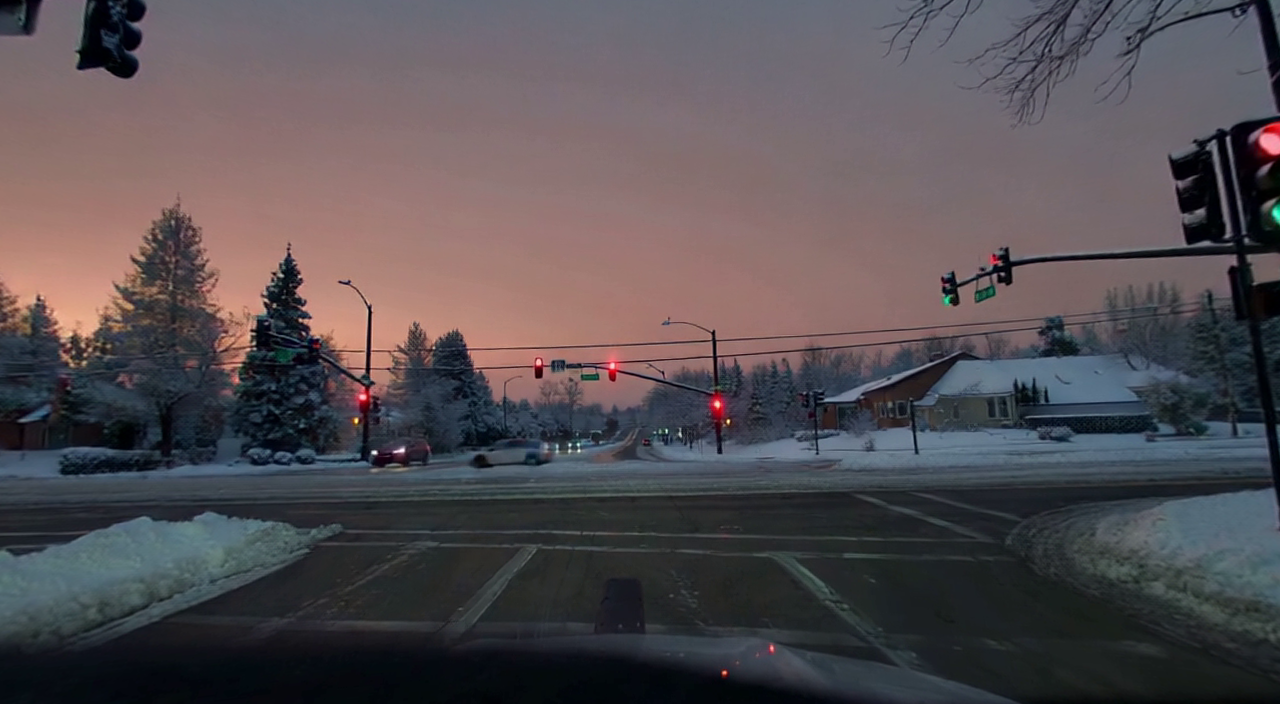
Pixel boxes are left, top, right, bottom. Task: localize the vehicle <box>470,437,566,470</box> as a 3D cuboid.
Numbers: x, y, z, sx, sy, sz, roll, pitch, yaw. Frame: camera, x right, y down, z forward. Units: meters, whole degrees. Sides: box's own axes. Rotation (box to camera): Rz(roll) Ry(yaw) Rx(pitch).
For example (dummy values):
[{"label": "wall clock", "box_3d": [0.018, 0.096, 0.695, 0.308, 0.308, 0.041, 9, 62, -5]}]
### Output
[{"label": "vehicle", "box_3d": [-6.532, 5.478, 34.125, 4.706, 1.710, 1.932, -1, -8, 4]}]
